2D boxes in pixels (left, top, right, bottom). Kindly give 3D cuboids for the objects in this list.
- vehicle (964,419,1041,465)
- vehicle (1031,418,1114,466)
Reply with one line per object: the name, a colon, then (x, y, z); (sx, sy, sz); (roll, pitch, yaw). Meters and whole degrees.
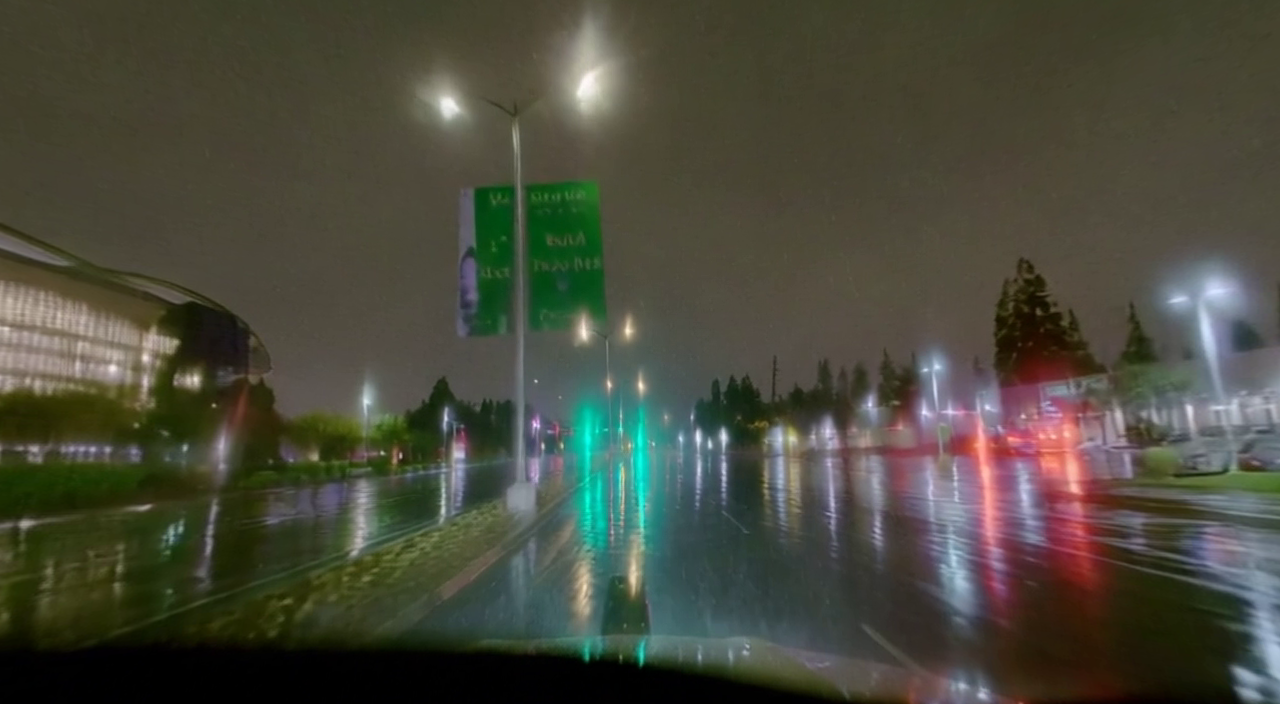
vehicle: (17.874, 4.485, 31.407); (2.425, 2.043, 5.455); (-4, -9, 21)
vehicle: (21.822, 4.521, 32.049); (2.240, 2.095, 5.149); (-6, -7, 22)
